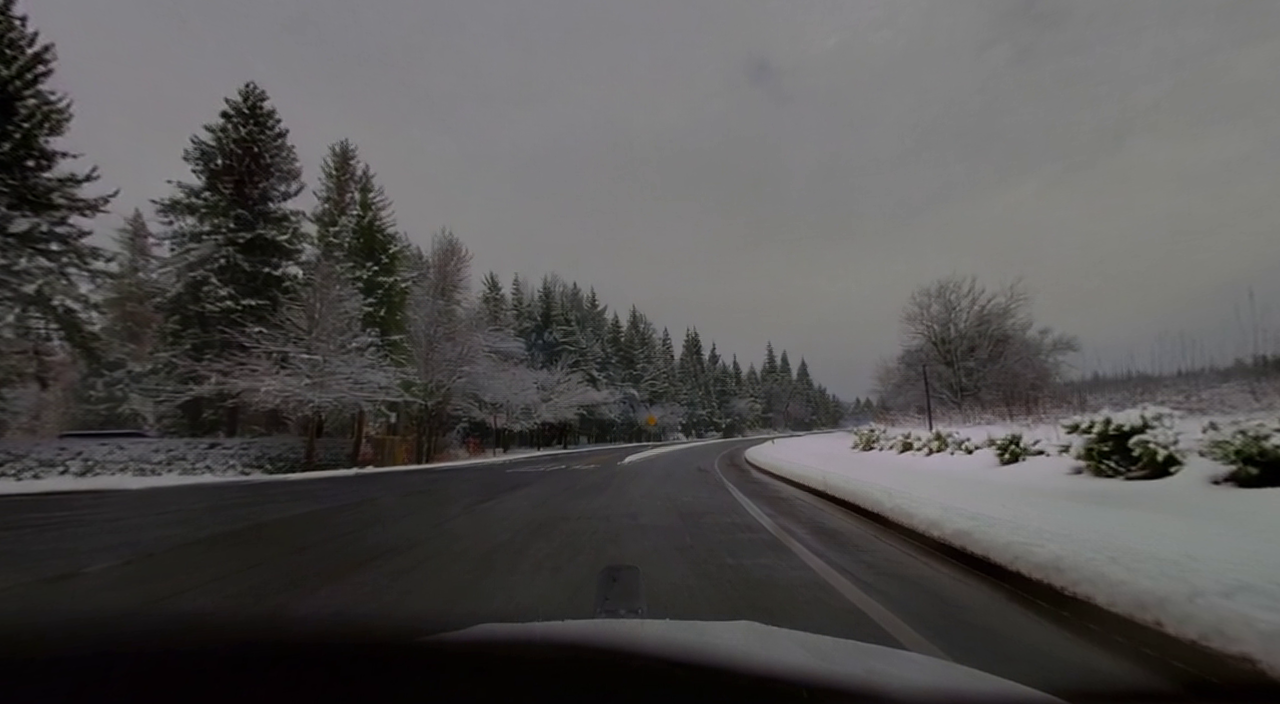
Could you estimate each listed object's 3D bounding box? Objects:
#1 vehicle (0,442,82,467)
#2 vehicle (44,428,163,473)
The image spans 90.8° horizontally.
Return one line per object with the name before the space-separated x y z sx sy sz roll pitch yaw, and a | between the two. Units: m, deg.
vehicle | -39.628 6.724 41.510 4.258 1.584 1.843 -1 -9 5
vehicle | -28.285 5.188 33.376 4.733 1.892 1.939 -4 -4 2
